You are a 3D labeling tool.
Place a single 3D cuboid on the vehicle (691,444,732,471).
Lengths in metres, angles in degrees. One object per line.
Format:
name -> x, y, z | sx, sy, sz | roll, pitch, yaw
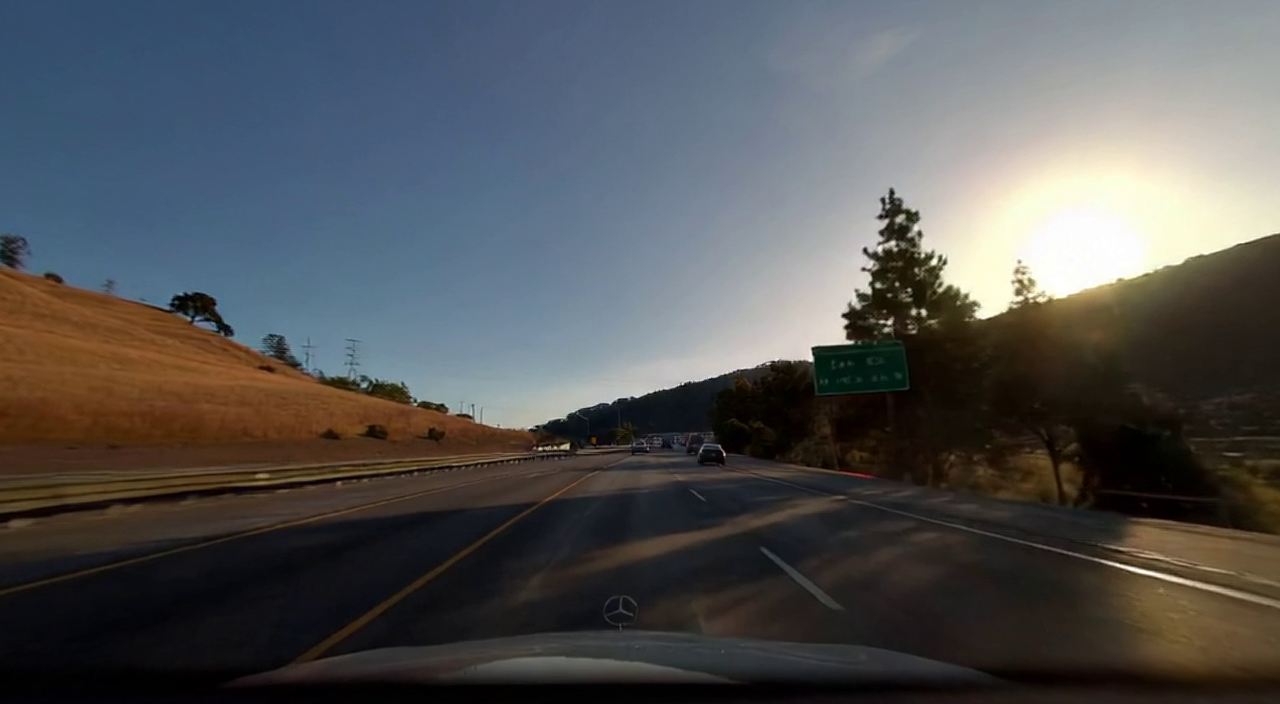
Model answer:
vehicle -> 4.159, 6.185, 37.038 | 1.943, 1.490, 4.246 | 0, -8, 1
